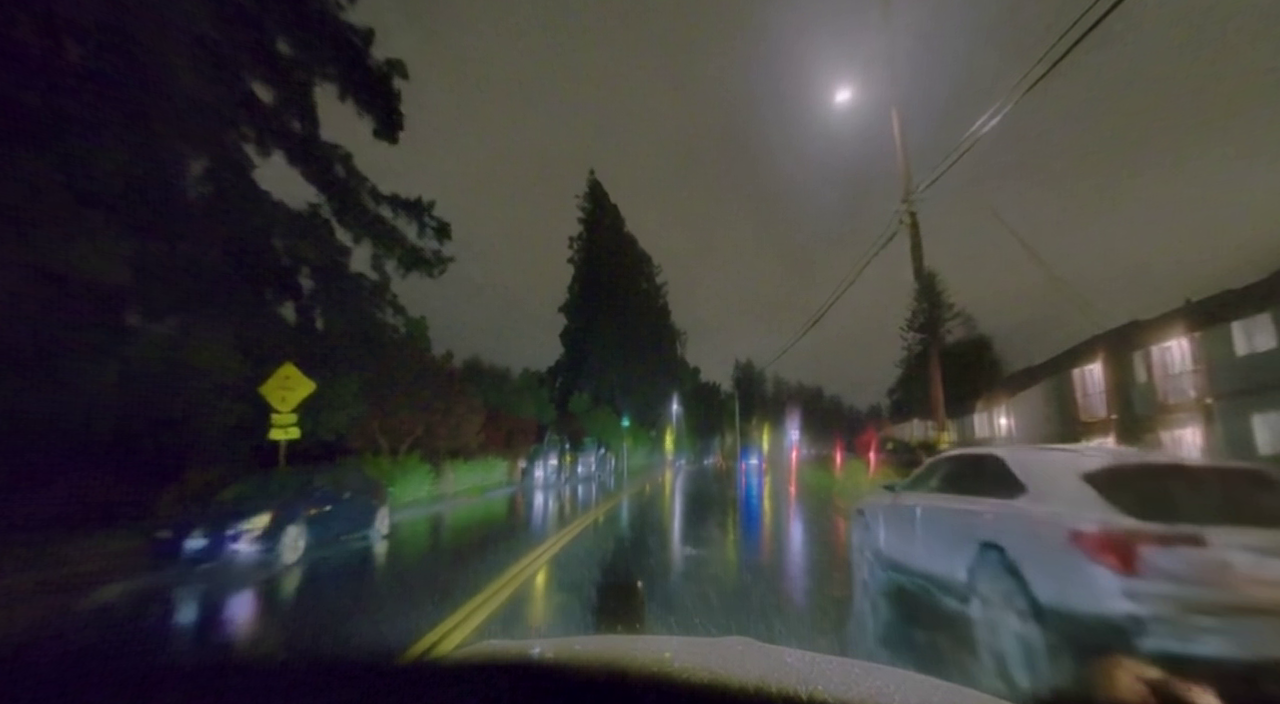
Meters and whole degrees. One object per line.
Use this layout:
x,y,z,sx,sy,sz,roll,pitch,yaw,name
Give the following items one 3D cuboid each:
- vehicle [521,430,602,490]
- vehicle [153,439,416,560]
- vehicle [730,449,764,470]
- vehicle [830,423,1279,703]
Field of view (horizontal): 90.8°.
-3.676,5.396,30.774,2.334,2.126,6.444,-6,-16,6,vehicle
-5.665,2.582,10.870,2.005,1.557,4.172,-3,-15,1,vehicle
7.887,7.860,46.204,1.948,1.408,4.345,-3,-9,16,vehicle
2.871,1.272,4.095,1.972,1.460,4.137,-1,-9,0,vehicle
